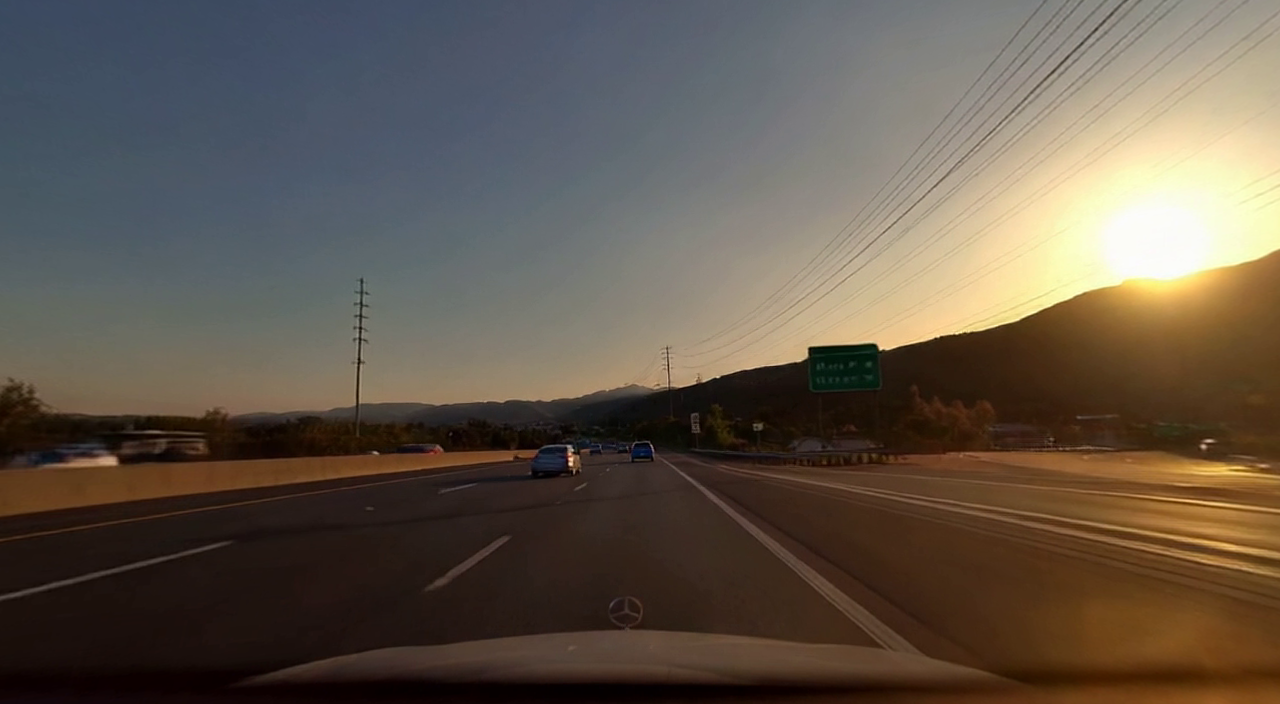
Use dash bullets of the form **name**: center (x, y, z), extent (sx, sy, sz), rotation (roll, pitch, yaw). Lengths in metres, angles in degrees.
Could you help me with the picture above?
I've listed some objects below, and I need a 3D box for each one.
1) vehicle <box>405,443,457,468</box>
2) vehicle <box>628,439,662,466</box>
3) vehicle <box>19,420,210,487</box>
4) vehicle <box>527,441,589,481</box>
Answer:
- **vehicle**: center (-14.291, 7.073, 43.381), extent (2.047, 1.608, 4.257), rotation (-1, -8, 1)
- **vehicle**: center (0.350, 6.827, 42.923), extent (2.194, 1.737, 4.127), rotation (0, -8, 0)
- **vehicle**: center (-28.119, 5.502, 34.563), extent (3.066, 3.140, 8.513), rotation (0, -8, 0)
- **vehicle**: center (-3.411, 4.626, 27.126), extent (1.967, 1.517, 4.808), rotation (0, -8, 1)
